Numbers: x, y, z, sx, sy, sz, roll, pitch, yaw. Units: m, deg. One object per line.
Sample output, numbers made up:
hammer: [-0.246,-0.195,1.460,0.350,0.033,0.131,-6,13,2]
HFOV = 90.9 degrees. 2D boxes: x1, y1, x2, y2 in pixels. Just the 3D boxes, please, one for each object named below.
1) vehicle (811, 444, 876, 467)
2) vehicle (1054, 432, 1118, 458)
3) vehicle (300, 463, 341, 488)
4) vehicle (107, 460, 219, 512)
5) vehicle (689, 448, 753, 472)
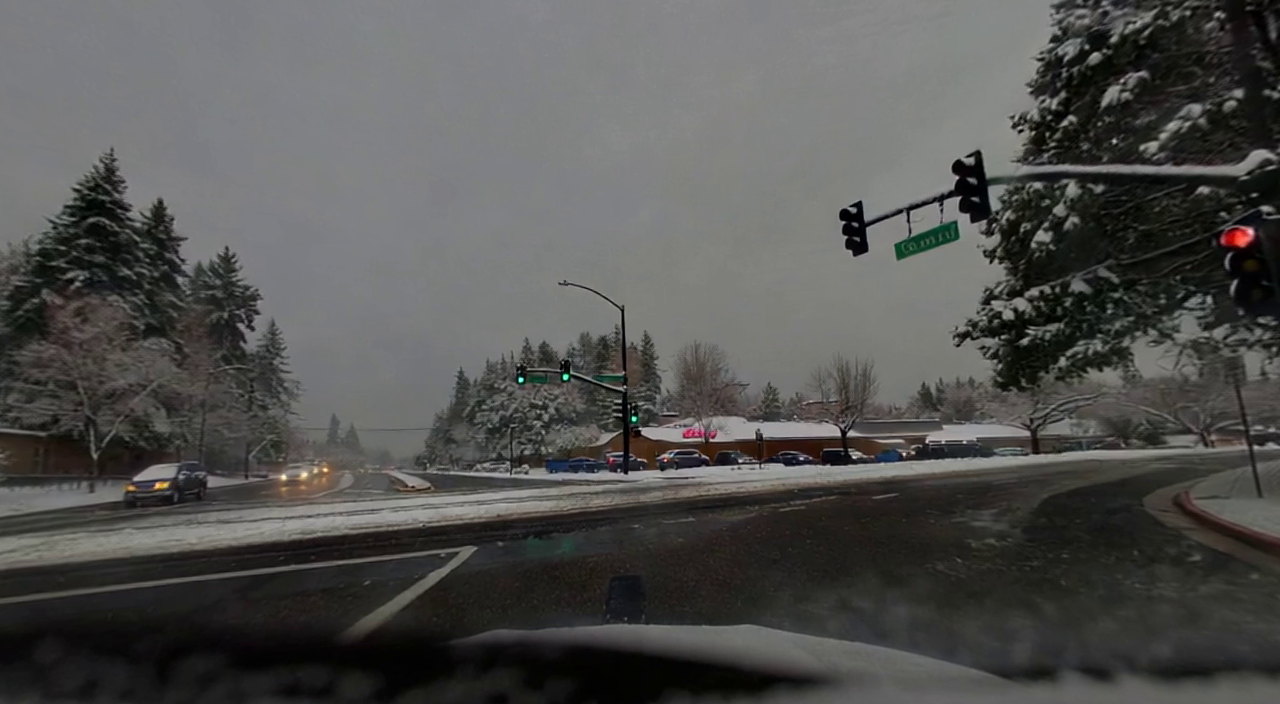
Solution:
vehicle: [15.381,7.797,47.639,4.530,1.696,1.979,4,-10,-26]
vehicle: [32.987,6.868,46.550,4.781,1.849,2.355,6,-11,-36]
vehicle: [-22.273,8.601,44.134,1.961,1.492,4.702,3,-9,-20]
vehicle: [-19.527,5.435,26.104,2.124,1.793,4.709,3,-9,-17]
vehicle: [6.130,8.155,47.877,4.375,1.685,2.045,4,-9,-24]
